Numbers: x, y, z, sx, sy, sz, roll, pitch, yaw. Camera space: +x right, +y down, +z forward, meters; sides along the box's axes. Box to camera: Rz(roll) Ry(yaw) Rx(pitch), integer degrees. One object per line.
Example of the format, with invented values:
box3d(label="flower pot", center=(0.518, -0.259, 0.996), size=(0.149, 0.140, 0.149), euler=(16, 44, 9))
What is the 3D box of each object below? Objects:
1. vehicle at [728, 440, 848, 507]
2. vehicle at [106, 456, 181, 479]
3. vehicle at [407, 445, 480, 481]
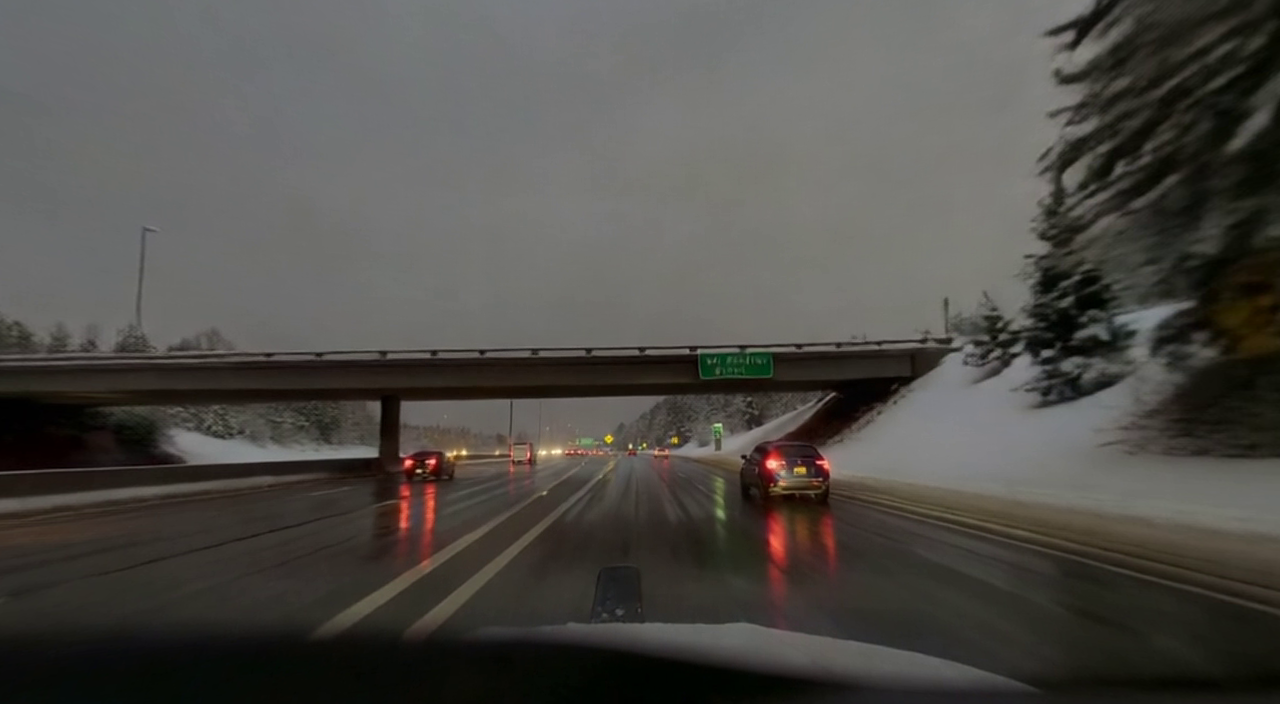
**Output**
box3d(label="vehicle", center=(3.784, 3.179, 16.963), size=(2.079, 1.535, 4.316), euler=(0, -9, -1))
box3d(label="vehicle", center=(-36.495, 8.498, 46.424), size=(1.886, 1.521, 4.740), euler=(0, -9, -4))
box3d(label="vehicle", center=(-9.137, 5.183, 29.697), size=(2.072, 1.545, 4.687), euler=(0, -9, -2))
